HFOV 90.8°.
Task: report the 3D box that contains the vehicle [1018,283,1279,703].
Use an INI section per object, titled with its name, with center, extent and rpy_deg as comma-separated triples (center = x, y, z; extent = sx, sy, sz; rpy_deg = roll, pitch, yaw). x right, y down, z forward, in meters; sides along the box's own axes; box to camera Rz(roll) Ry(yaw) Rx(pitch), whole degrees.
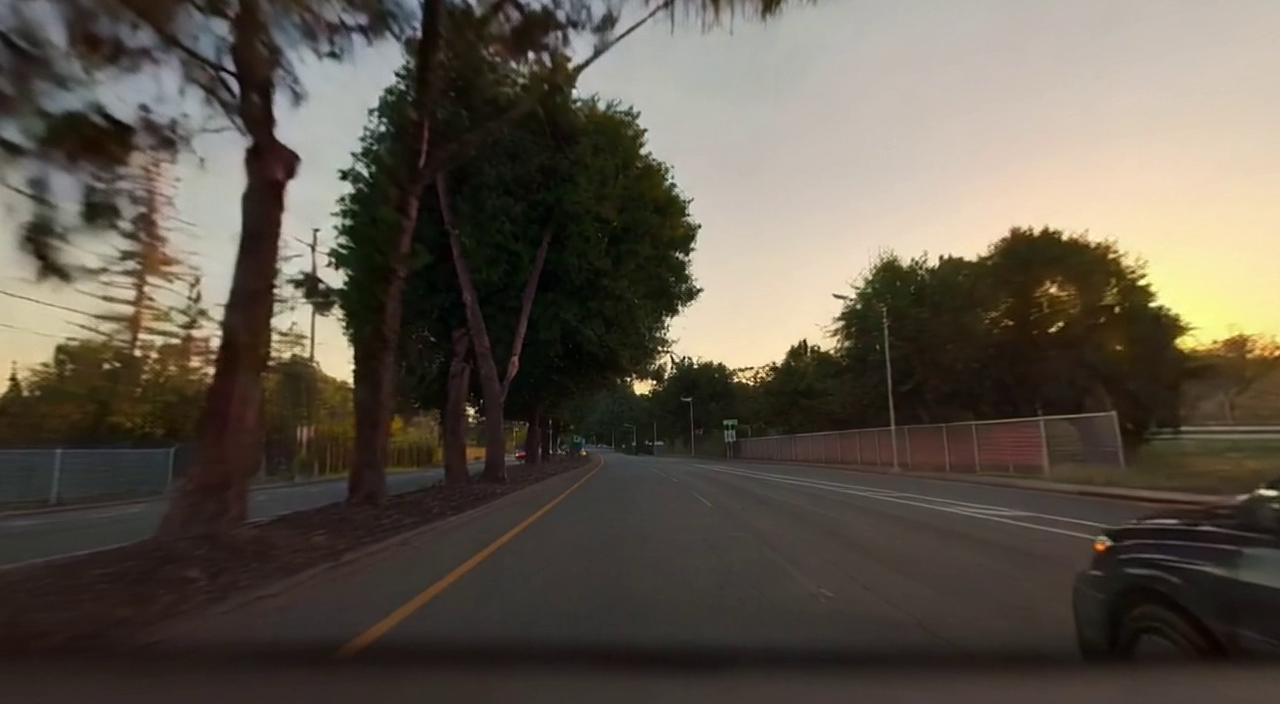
[vehicle]
center = 3.982, 0.530, 1.406
extent = 2.379, 2.017, 6.089
rpy_deg = 0, -8, -2
